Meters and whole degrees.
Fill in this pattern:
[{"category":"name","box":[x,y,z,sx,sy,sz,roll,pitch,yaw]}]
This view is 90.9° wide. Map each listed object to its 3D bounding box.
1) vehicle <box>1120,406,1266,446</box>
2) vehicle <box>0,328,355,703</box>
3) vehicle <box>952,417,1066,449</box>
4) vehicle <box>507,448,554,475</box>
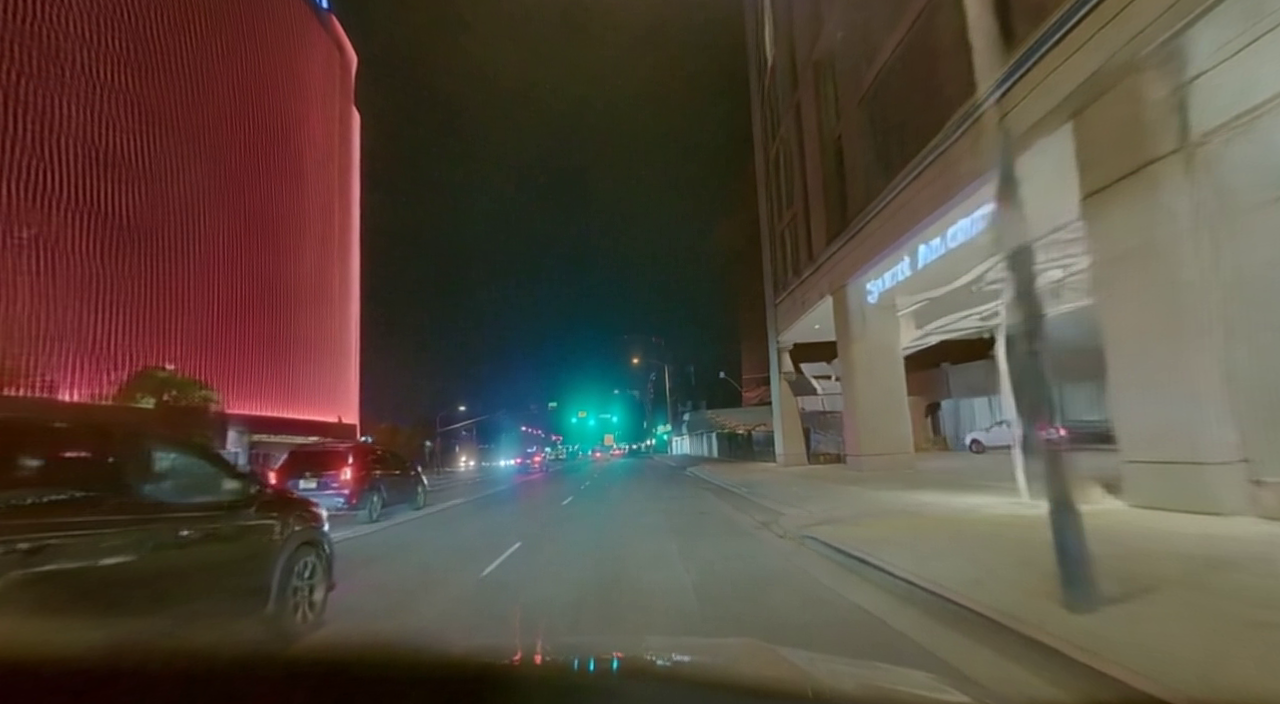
[{"category":"vehicle","box":[22.689,3.148,26.171,1.787,1.409,4.798,-1,-9,1]},{"category":"vehicle","box":[-3.416,0.862,2.575,2.277,1.743,4.893,0,-9,-1]},{"category":"vehicle","box":[18.894,4.197,32.413,4.573,1.532,1.983,0,-9,-1]},{"category":"vehicle","box":[-6.657,6.708,38.780,2.030,1.488,4.650,-1,-9,0]}]
